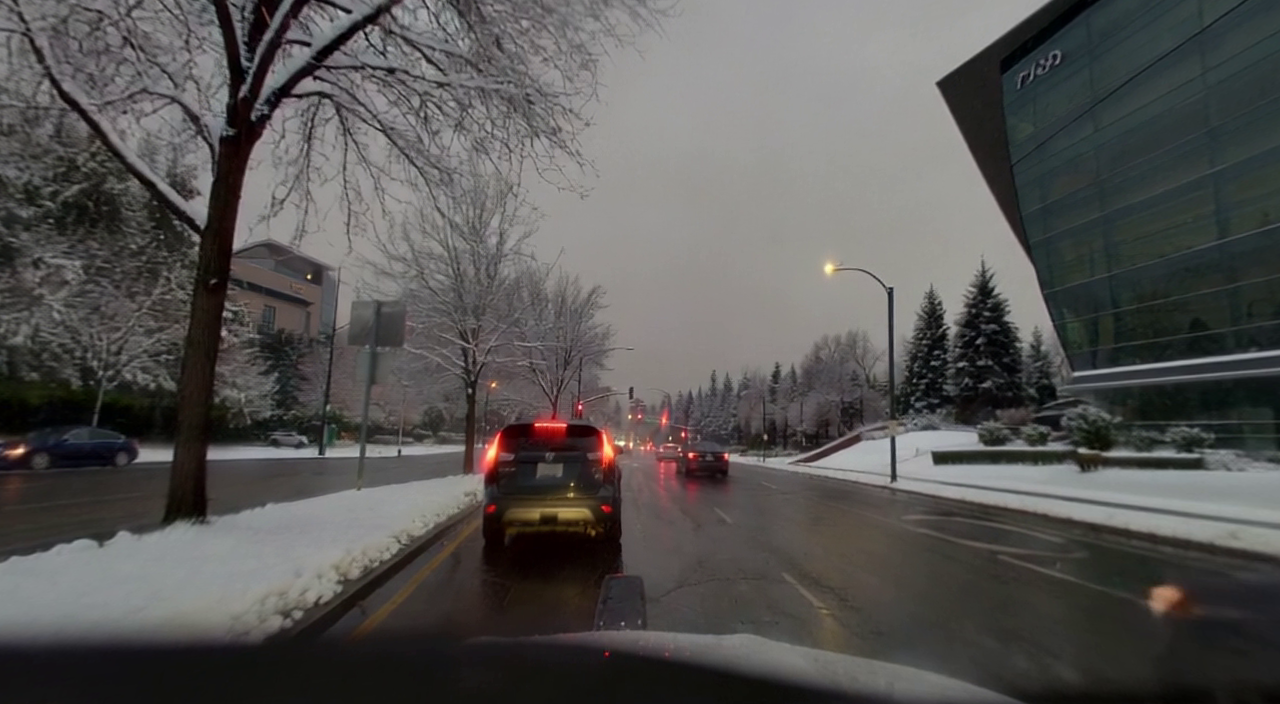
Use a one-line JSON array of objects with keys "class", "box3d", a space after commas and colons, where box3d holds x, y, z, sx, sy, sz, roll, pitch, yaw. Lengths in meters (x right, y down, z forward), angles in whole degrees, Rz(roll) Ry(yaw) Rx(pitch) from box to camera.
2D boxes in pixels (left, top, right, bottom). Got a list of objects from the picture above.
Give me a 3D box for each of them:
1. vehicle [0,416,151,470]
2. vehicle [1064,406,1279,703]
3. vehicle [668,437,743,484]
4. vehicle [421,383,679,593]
[{"class": "vehicle", "box3d": [-18.830, 2.961, 20.458, 1.911, 1.542, 4.748, 0, -8, 1]}, {"class": "vehicle", "box3d": [3.202, 0.763, 0.786, 2.205, 1.537, 4.895, -1, -8, 4]}, {"class": "vehicle", "box3d": [2.680, 4.612, 26.997, 2.301, 1.716, 4.856, 3, -9, -4]}, {"class": "vehicle", "box3d": [-1.138, 1.560, 8.109, 2.275, 1.819, 4.883, 1, -9, -9]}]
